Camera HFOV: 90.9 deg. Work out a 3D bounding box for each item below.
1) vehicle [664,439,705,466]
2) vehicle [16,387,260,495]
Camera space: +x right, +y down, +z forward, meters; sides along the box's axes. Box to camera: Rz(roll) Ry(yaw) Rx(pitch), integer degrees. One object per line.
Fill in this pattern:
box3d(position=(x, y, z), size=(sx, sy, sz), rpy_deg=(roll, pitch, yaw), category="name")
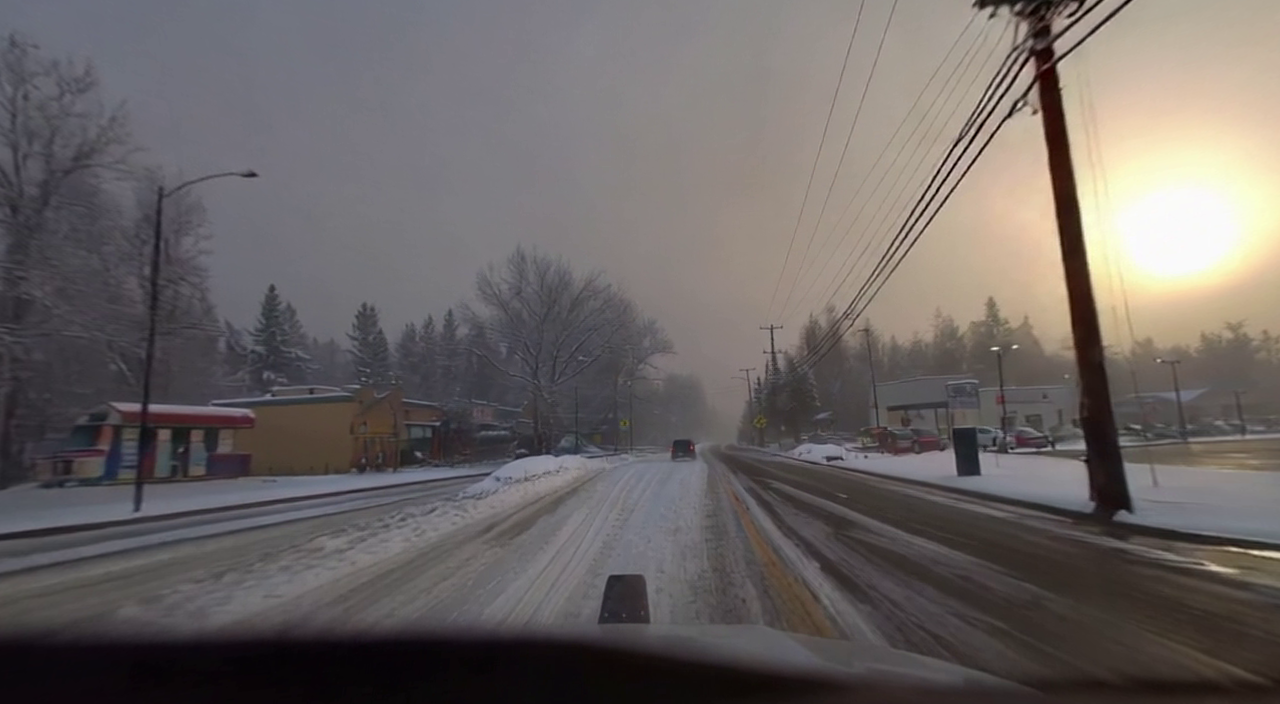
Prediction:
box3d(position=(2.678, 5.877, 37.066), size=(2.073, 1.525, 3.968), rpy_deg=(-1, -8, 8), category="vehicle")
box3d(position=(-19.171, 3.539, 25.014), size=(2.923, 3.546, 7.640), rpy_deg=(-2, -8, 4), category="vehicle")
